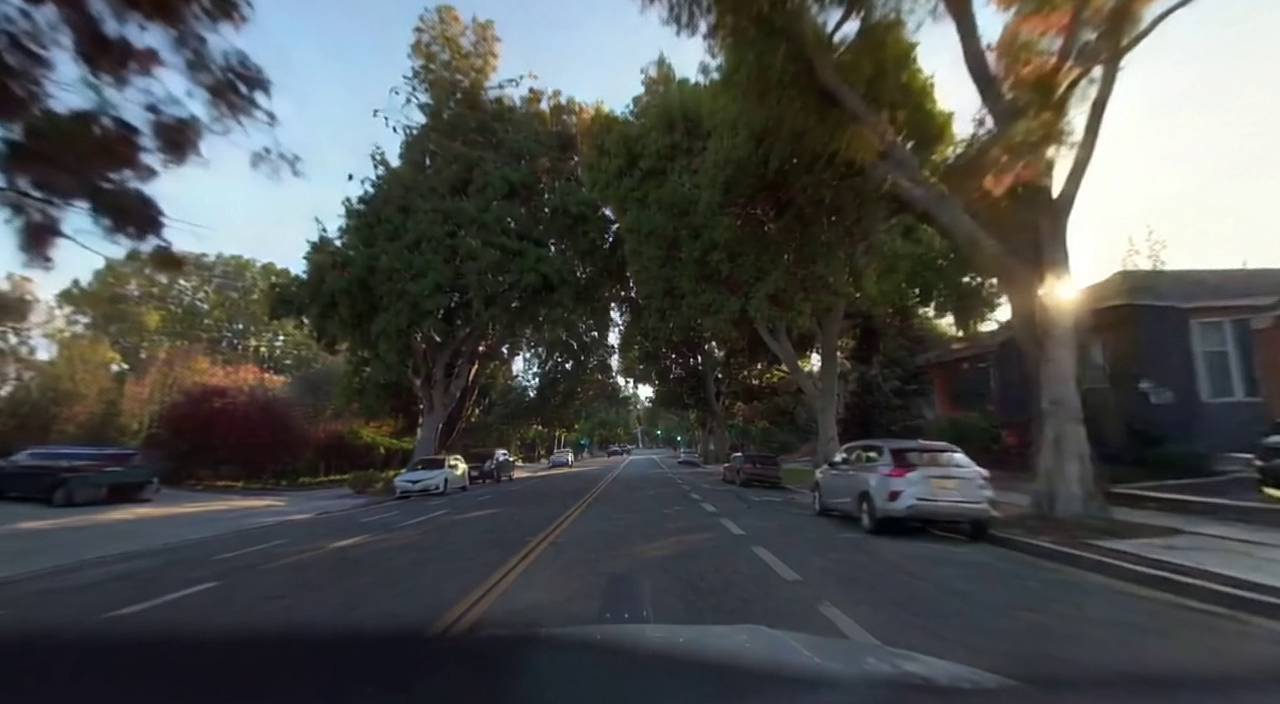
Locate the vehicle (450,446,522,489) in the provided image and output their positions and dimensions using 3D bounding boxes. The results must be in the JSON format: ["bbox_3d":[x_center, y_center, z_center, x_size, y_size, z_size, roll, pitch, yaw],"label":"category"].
[{"bbox_3d":[-7.352,5.519,30.609,2.218,1.807,5.032,-1,-8,0],"label":"vehicle"}]

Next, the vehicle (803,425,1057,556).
[{"bbox_3d":[4.527,2.220,10.925,2.137,1.747,4.797,0,-8,1],"label":"vehicle"}]

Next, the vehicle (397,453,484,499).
[{"bbox_3d":[-7.691,4.795,24.737,1.971,1.479,4.307,-1,-8,1],"label":"vehicle"}]

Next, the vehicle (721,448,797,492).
[{"bbox_3d":[4.415,4.430,24.150,2.048,1.469,4.673,0,-8,1],"label":"vehicle"}]

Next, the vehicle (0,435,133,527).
[{"bbox_3d":[-13.858,2.792,14.016,3.513,1.829,1.976,-1,-8,7],"label":"vehicle"}]

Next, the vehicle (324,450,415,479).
[{"bbox_3d":[-16.623,6.906,38.942,4.619,1.708,2.087,0,-8,-1],"label":"vehicle"}]
